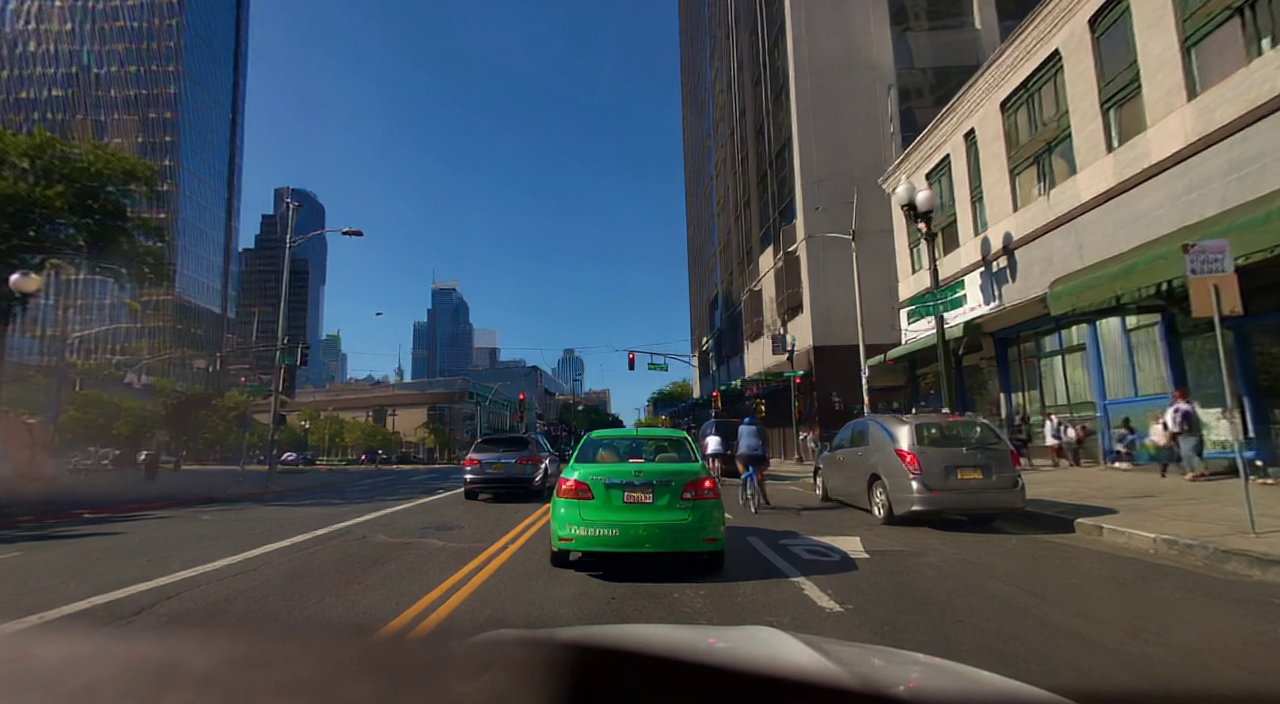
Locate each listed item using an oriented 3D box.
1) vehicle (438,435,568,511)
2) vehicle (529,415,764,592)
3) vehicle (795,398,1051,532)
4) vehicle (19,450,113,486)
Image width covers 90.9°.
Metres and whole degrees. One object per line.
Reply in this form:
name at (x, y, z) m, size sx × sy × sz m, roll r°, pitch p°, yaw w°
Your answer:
vehicle at (-2.939, 2.711, 14.635) m, size 2.039 × 1.452 × 4.489 m, roll 0°, pitch -9°, yaw 0°
vehicle at (0.035, 1.652, 7.700) m, size 2.091 × 1.557 × 4.000 m, roll 0°, pitch -9°, yaw -1°
vehicle at (4.515, 1.917, 11.145) m, size 2.142 × 1.829 × 4.767 m, roll 0°, pitch -9°, yaw -2°
vehicle at (-30.231, 6.081, 33.399) m, size 2.264 × 1.722 × 4.721 m, roll 4°, pitch -9°, yaw -25°
